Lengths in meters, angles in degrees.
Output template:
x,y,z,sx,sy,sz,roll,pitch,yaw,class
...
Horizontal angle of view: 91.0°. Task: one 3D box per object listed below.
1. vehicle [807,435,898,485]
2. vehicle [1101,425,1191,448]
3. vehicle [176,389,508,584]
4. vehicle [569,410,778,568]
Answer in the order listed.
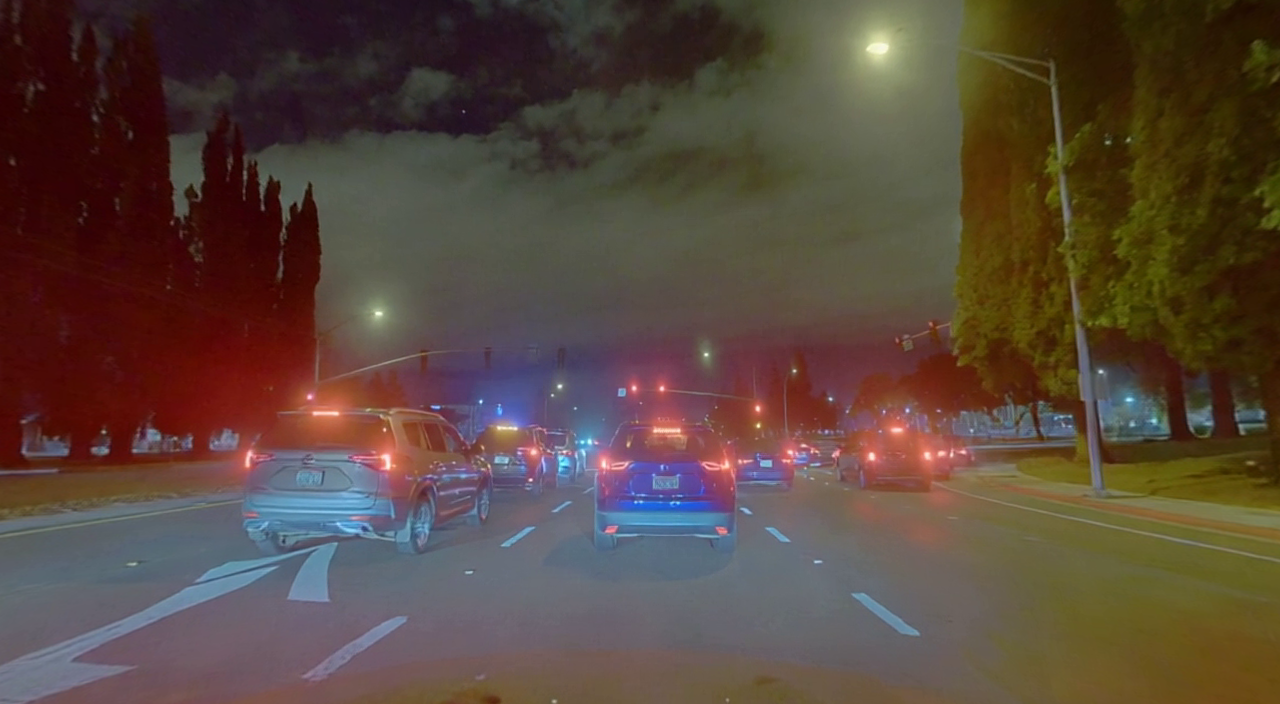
x,y,z,sx,sy,sz,roll,pitch,yaw,class
7.359,3.768,22.280,2.067,1.599,4.251,-1,-8,5,vehicle
35.818,6.037,44.712,4.632,1.580,1.801,-5,-10,31,vehicle
-3.258,1.579,8.154,2.085,1.812,4.388,0,-8,1,vehicle
0.377,1.750,8.774,2.189,1.649,4.171,0,-8,1,vehicle
